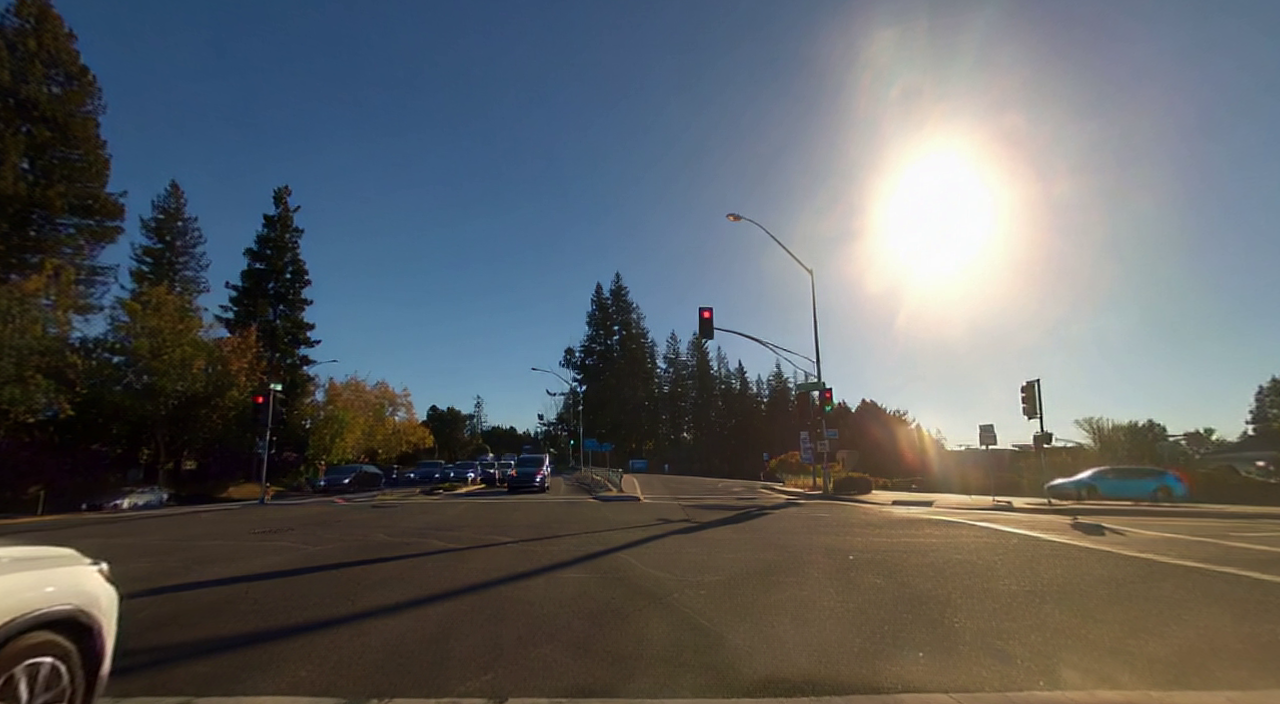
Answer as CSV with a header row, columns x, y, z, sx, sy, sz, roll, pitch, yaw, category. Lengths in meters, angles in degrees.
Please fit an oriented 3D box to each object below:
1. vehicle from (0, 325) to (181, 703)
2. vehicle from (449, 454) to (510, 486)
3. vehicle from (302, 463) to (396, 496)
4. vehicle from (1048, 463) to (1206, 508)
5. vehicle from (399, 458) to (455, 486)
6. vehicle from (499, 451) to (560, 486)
x,y,z,sx,sy,sz,roll,pitch,yaw,category
-3.475,0.579,0.846,2.242,1.761,4.505,0,-8,1,vehicle
-8.049,5.973,32.092,1.960,1.433,4.213,0,-8,1,vehicle
-18.340,8.023,40.018,2.050,1.755,5.135,-5,-10,28,vehicle
19.865,5.442,25.954,4.571,1.621,2.113,-2,-9,13,vehicle
-16.334,9.218,48.530,2.111,1.925,4.507,-2,-9,10,vehicle
-5.172,5.532,30.254,2.107,1.456,4.728,0,-8,0,vehicle
